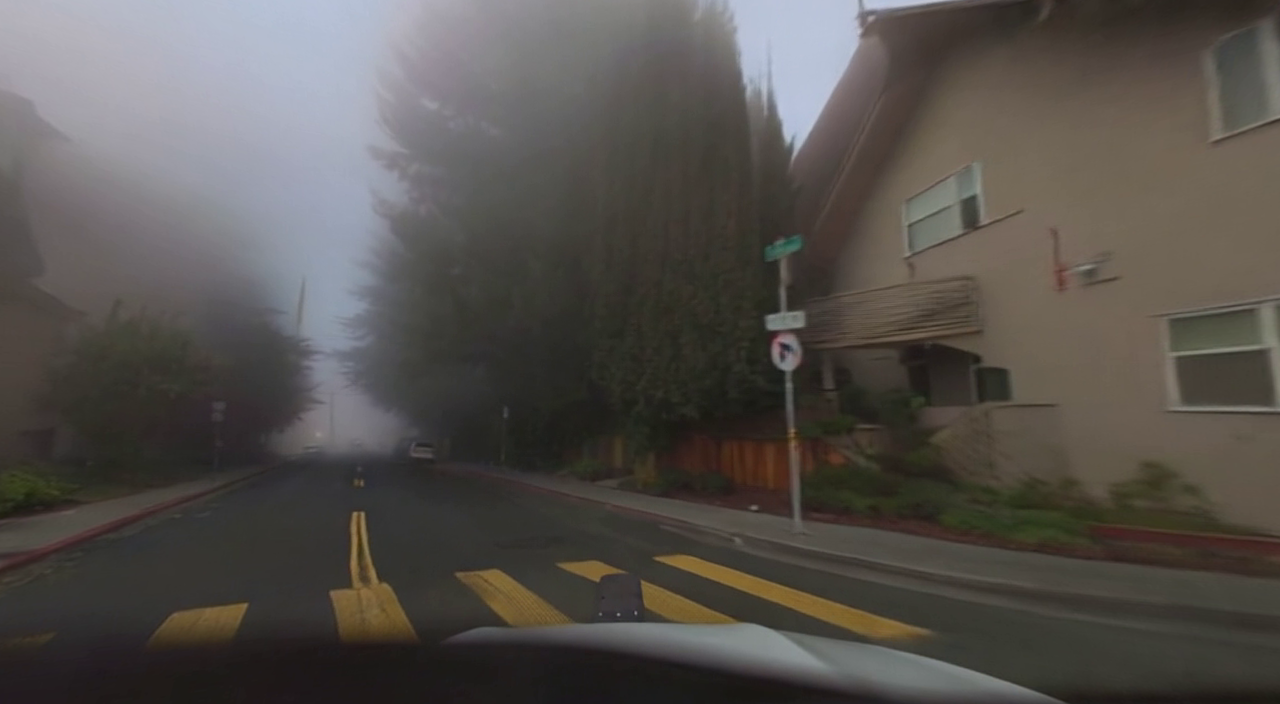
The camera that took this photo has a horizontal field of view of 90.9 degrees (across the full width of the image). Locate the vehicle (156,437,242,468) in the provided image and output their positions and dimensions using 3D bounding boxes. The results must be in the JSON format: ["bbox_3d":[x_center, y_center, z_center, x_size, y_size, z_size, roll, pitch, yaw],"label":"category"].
[{"bbox_3d":[-29.317,6.717,42.007,4.205,1.745,2.121,1,-11,-19],"label":"vehicle"}]

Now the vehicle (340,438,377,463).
[{"bbox_3d":[-20.596,7.197,46.279,2.050,1.742,4.197,3,-8,-19],"label":"vehicle"}]

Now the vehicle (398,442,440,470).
[{"bbox_3d":[-12.842,5.972,36.461,1.998,1.494,3.927,3,-8,-22],"label":"vehicle"}]
